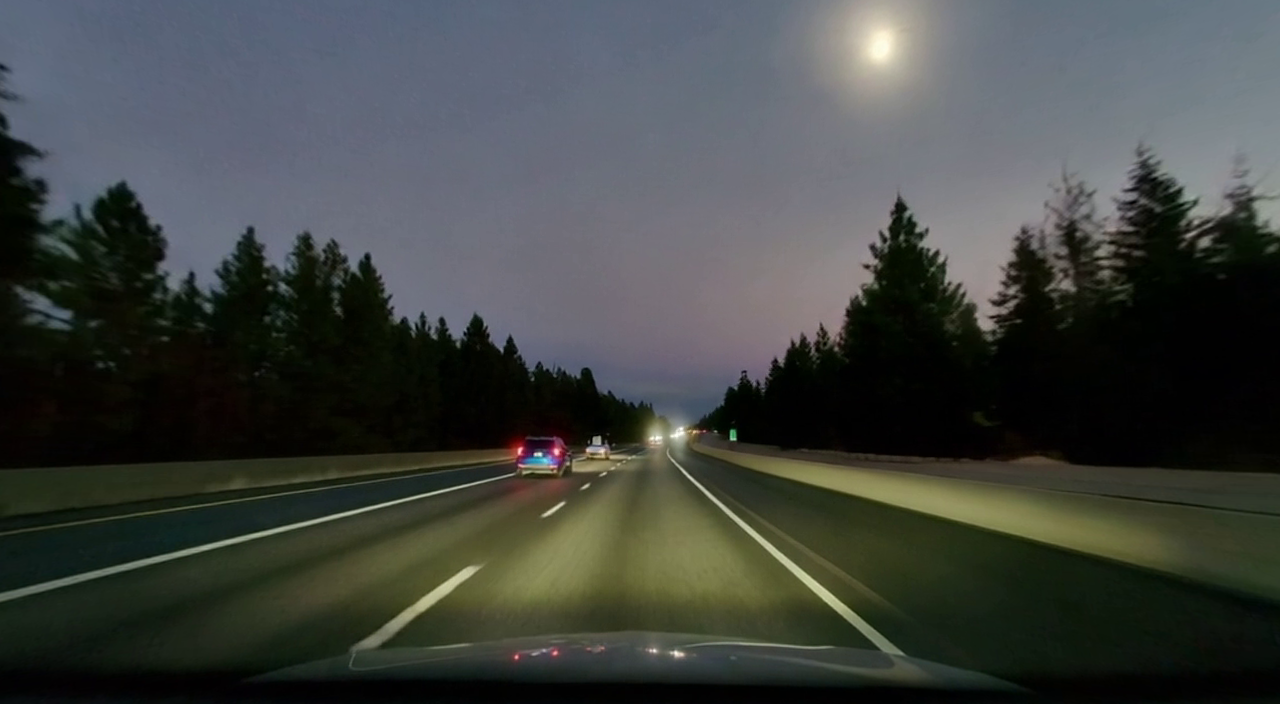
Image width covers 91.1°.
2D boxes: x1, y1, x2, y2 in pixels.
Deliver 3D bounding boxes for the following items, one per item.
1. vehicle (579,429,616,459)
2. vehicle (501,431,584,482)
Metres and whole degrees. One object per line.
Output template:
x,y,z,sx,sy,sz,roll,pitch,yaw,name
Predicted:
-3.072,6.850,46.700,2.241,2.095,4.985,0,-8,2,vehicle
-3.275,3.618,22.070,2.053,1.589,4.671,0,-8,2,vehicle
